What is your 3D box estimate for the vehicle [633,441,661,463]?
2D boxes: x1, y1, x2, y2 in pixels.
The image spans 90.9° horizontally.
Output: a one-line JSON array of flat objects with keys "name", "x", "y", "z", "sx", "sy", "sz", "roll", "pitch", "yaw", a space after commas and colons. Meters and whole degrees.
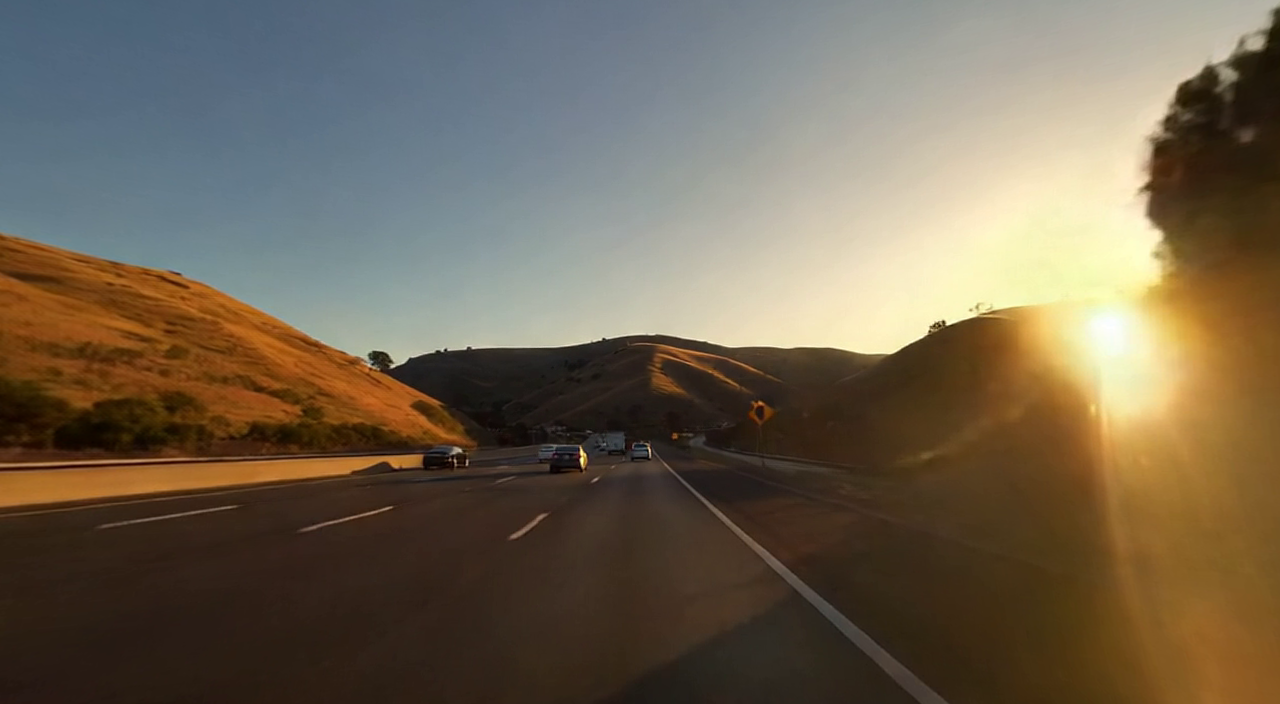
[{"name": "vehicle", "x": 0.555, "y": 7.836, "z": 49.562, "sx": 2.138, "sy": 1.674, "sz": 4.044, "roll": 0, "pitch": -8, "yaw": 0}]

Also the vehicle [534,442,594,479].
[{"name": "vehicle", "x": -3.387, "y": 4.922, "z": 28.956, "sx": 2.080, "sy": 1.505, "sz": 4.649, "roll": -1, "pitch": -8, "yaw": 1}]

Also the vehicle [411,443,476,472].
[{"name": "vehicle", "x": -10.822, "y": 5.844, "z": 35.189, "sx": 1.945, "sy": 1.466, "sz": 4.947, "roll": -1, "pitch": -8, "yaw": 1}]
